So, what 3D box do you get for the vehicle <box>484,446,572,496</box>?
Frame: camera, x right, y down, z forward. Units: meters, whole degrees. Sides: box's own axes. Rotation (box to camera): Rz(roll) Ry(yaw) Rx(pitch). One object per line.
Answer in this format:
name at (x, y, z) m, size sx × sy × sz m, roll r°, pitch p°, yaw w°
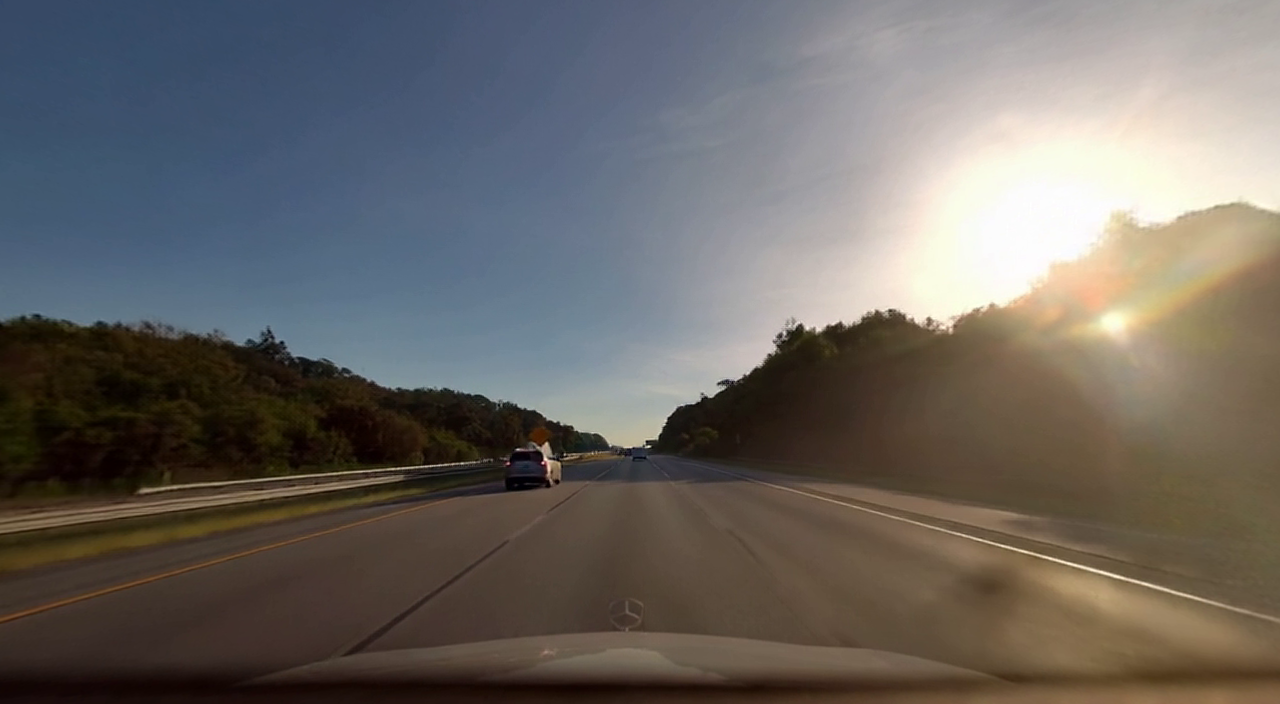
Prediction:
vehicle at (-3.589, 3.926, 21.163) m, size 2.054 × 1.475 × 4.708 m, roll 0°, pitch -9°, yaw 0°
